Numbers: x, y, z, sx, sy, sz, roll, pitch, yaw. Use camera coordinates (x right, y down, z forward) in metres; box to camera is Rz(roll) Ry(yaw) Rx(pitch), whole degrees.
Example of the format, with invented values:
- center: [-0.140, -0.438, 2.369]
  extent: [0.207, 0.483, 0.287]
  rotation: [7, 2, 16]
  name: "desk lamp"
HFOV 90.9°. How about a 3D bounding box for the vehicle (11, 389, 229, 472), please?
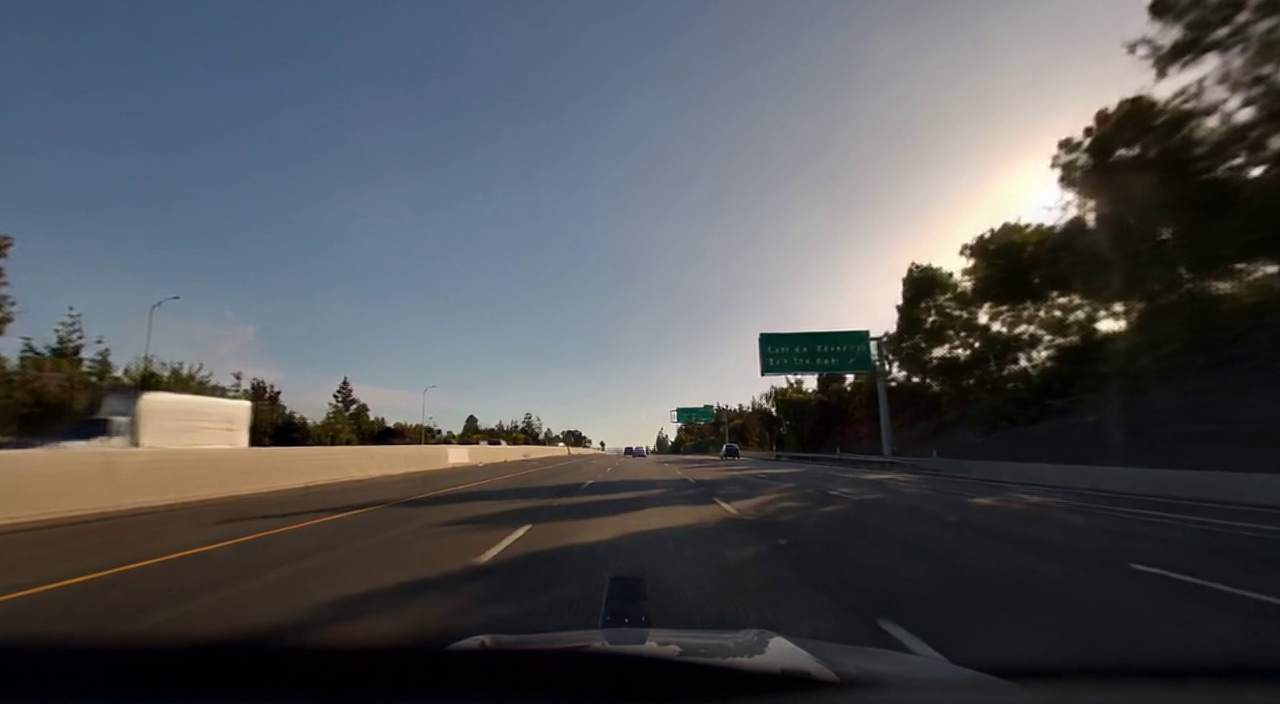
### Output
- center: [-25.208, 4.008, 31.531]
  extent: [2.936, 3.514, 9.249]
  rotation: [0, -8, 0]
  name: "vehicle"
